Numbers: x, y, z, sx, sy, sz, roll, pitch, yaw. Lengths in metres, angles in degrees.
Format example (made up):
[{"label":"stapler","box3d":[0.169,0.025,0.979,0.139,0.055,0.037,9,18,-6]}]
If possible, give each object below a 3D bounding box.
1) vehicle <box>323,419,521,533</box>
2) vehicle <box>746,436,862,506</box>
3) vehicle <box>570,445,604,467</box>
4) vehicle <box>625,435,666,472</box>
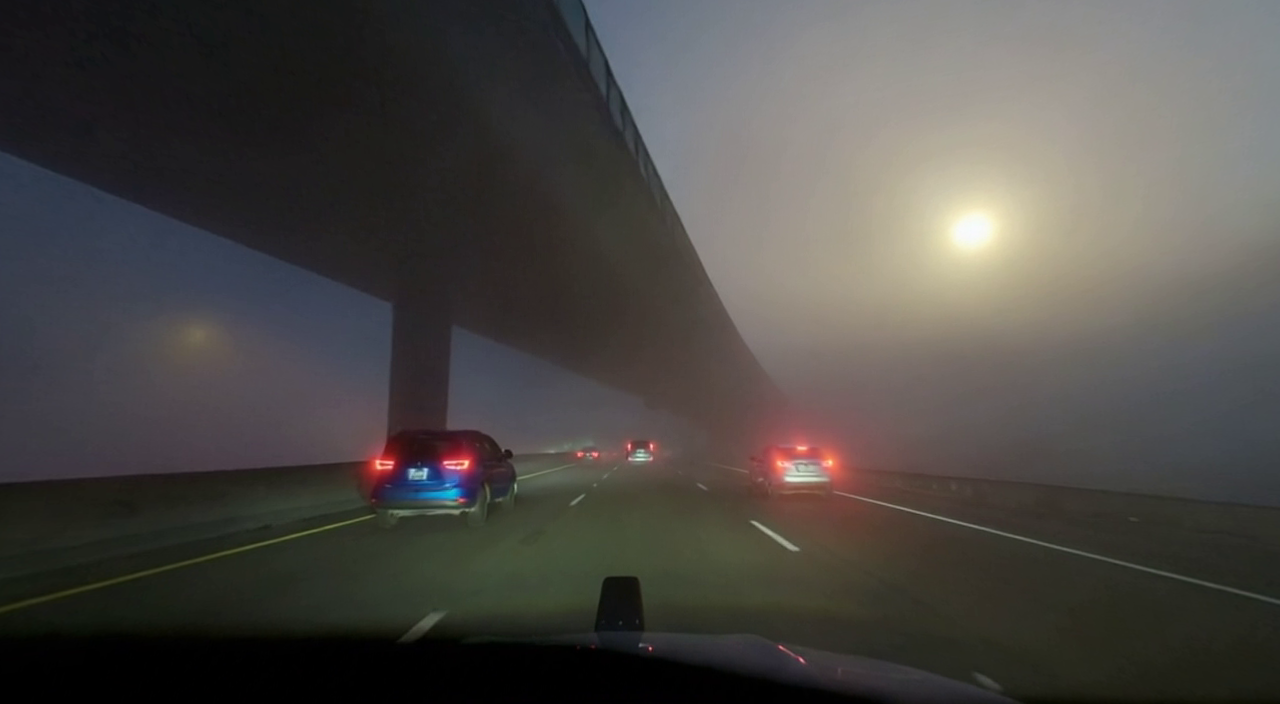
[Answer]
[{"label":"vehicle","box3d":[-3.822,2.282,12.110,2.089,1.751,4.515,0,-9,1]},{"label":"vehicle","box3d":[4.018,2.987,16.163,1.959,1.554,3.795,0,-9,0]},{"label":"vehicle","box3d":[-3.718,7.415,44.904,1.994,1.475,4.171,0,-9,1]},{"label":"vehicle","box3d":[0.294,5.716,35.560,2.155,1.909,4.529,0,-9,0]}]
